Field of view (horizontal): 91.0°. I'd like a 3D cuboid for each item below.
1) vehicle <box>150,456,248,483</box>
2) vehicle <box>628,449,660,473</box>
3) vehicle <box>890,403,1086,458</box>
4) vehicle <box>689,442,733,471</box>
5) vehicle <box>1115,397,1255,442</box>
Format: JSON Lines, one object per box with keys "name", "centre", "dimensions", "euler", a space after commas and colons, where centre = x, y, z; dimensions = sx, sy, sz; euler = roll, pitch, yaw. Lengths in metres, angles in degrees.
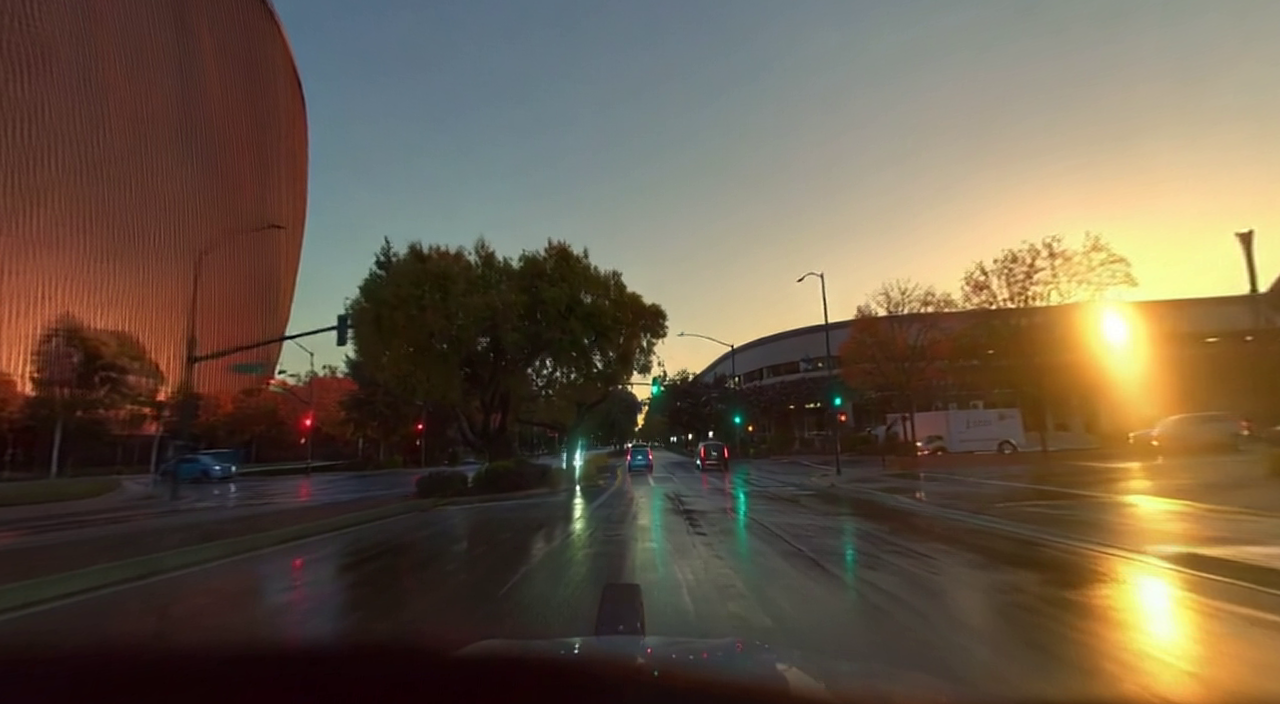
{"name": "vehicle", "centre": [-26.790, 7.131, 38.327], "dimensions": [4.500, 1.555, 1.913], "euler": [0, -9, 3]}
{"name": "vehicle", "centre": [0.245, 7.284, 42.355], "dimensions": [2.014, 1.525, 4.197], "euler": [0, -9, 0]}
{"name": "vehicle", "centre": [22.947, 5.292, 42.136], "dimensions": [10.893, 3.534, 3.195], "euler": [-1, -9, 4]}
{"name": "vehicle", "centre": [4.569, 6.821, 41.359], "dimensions": [2.174, 1.749, 4.739], "euler": [0, -9, -2]}
{"name": "vehicle", "centre": [23.400, 2.994, 27.350], "dimensions": [1.887, 1.635, 4.695], "euler": [1, -9, 0]}
